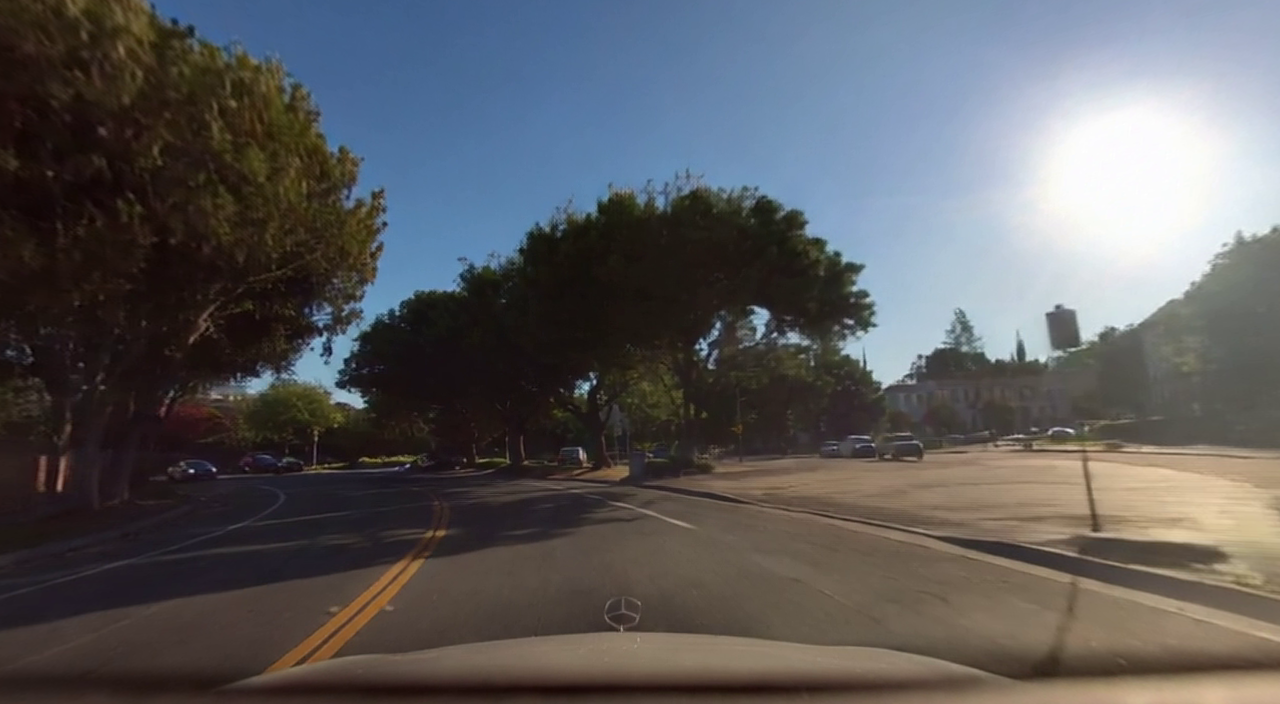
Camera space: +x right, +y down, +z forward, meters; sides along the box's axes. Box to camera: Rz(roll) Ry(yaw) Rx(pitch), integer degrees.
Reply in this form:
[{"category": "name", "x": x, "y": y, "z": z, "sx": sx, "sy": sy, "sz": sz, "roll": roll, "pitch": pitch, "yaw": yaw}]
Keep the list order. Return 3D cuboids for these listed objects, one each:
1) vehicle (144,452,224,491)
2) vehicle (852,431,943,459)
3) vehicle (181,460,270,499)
[{"category": "vehicle", "x": -25.326, "y": 6.553, "z": 35.018, "sx": 4.946, "sy": 1.537, "sz": 2.206, "roll": -2, "pitch": -6, "yaw": 38}, {"category": "vehicle", "x": 14.383, "y": 5.237, "z": 35.575, "sx": 4.462, "sy": 1.474, "sz": 1.765, "roll": -2, "pitch": -9, "yaw": 13}, {"category": "vehicle", "x": -18.293, "y": 5.453, "z": 27.648, "sx": 2.772, "sy": 1.161, "sz": 7.241, "roll": 2, "pitch": -8, "yaw": -37}]
